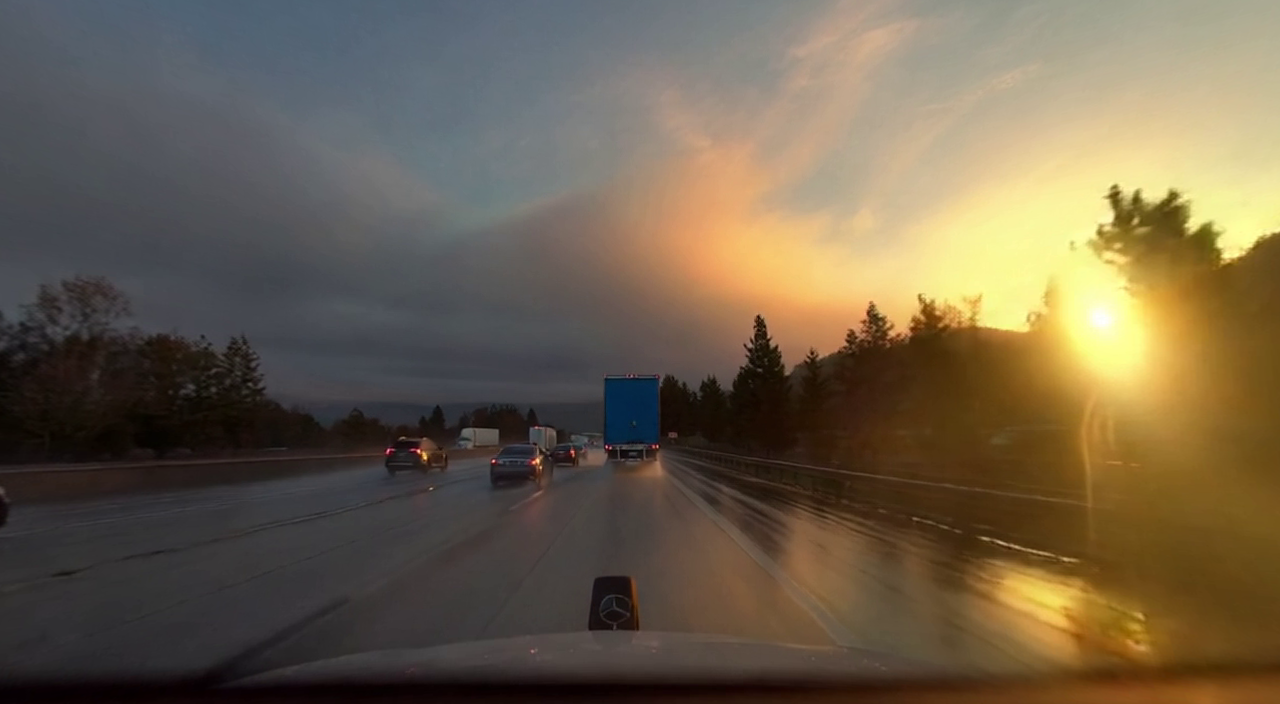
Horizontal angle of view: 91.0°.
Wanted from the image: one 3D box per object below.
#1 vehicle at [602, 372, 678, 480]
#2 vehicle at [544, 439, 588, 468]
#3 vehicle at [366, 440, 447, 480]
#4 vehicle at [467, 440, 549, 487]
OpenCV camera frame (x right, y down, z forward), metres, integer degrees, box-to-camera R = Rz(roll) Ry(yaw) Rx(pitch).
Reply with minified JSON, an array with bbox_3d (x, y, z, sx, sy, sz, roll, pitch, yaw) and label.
[{"bbox_3d":[-0.234,3.593,29.591,2.913,4.113,10.724,0,-8,-2],"label":"vehicle"},{"bbox_3d":[-4.445,6.157,38.394,2.158,1.680,4.087,0,-8,0],"label":"vehicle"},{"bbox_3d":[-10.124,4.683,27.644,1.952,1.590,4.090,0,-8,1],"label":"vehicle"},{"bbox_3d":[-4.754,4.058,23.277,2.164,1.582,3.979,0,-8,0],"label":"vehicle"}]
